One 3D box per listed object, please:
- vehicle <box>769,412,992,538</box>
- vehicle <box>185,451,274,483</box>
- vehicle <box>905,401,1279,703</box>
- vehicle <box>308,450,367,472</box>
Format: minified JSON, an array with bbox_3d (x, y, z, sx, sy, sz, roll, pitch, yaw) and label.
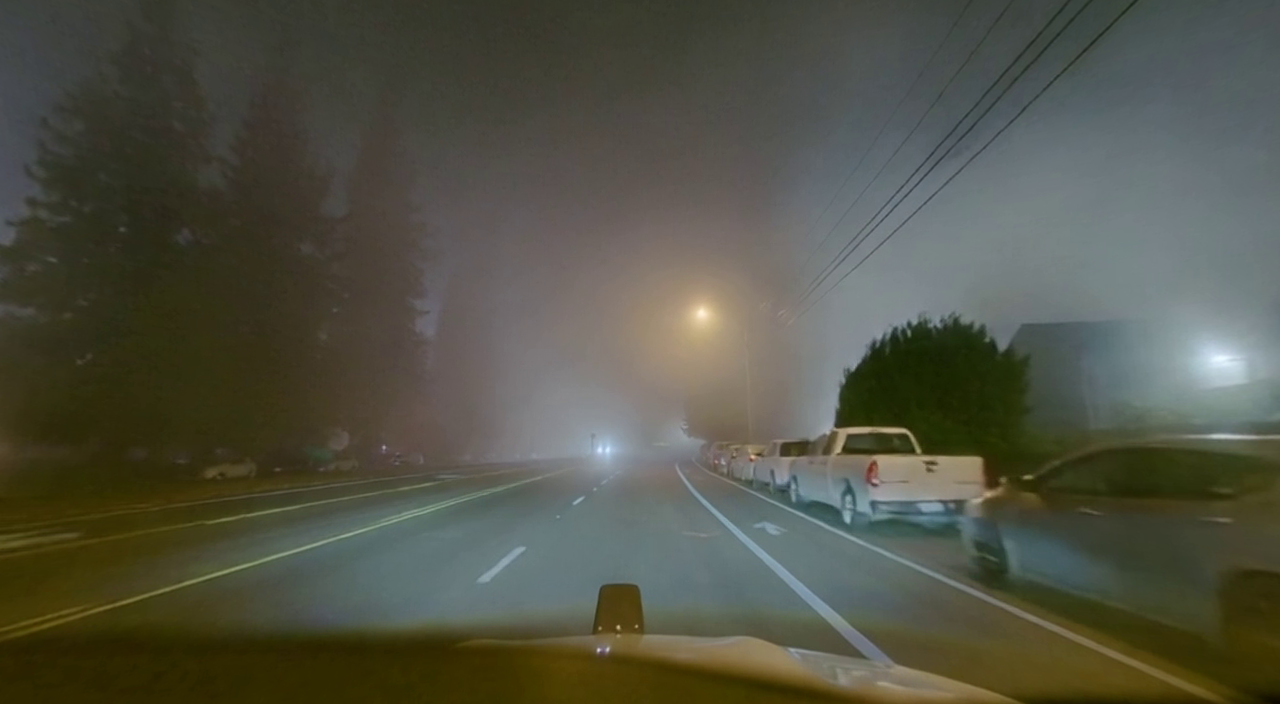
[{"bbox_3d":[4.137,2.239,12.175,2.057,1.846,5.475,0,-9,-1],"label":"vehicle"},{"bbox_3d":[-23.401,6.552,36.242,1.967,1.467,4.769,-2,-7,0],"label":"vehicle"},{"bbox_3d":[4.017,1.204,4.454,2.039,1.499,4.888,0,-8,-2],"label":"vehicle"},{"bbox_3d":[-22.792,8.221,47.783,1.915,1.492,4.565,-1,-9,5],"label":"vehicle"}]
